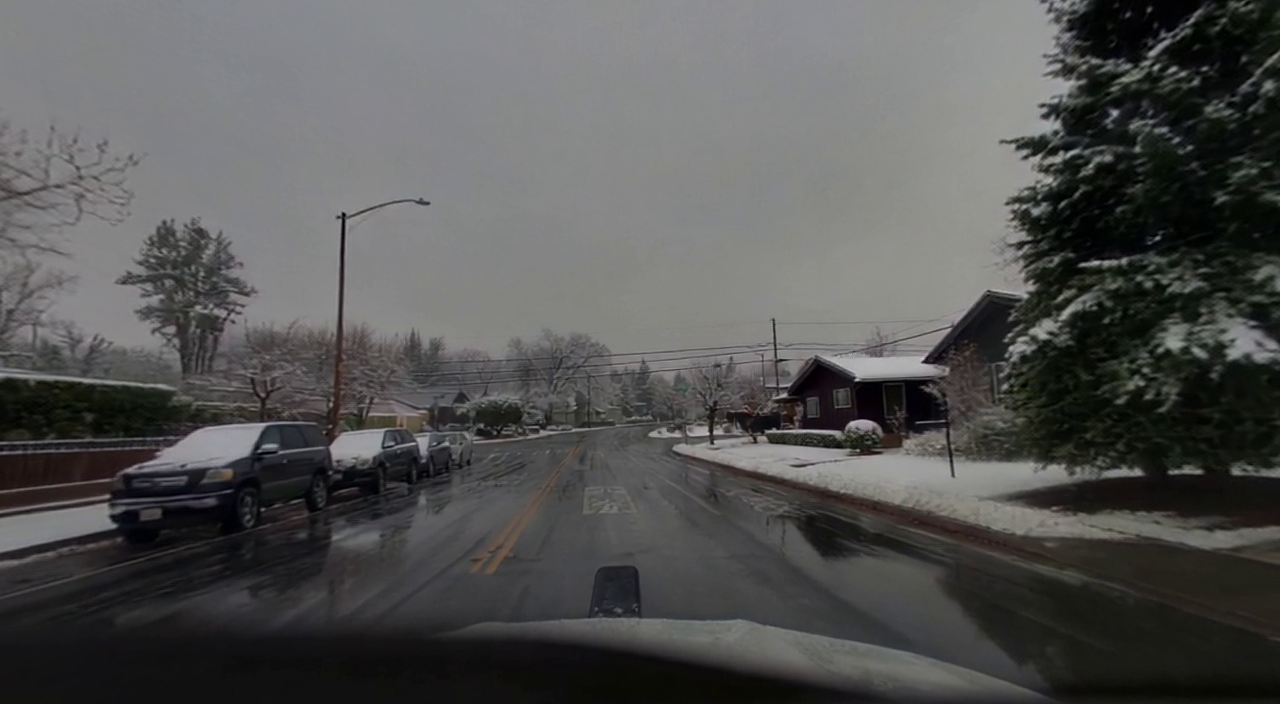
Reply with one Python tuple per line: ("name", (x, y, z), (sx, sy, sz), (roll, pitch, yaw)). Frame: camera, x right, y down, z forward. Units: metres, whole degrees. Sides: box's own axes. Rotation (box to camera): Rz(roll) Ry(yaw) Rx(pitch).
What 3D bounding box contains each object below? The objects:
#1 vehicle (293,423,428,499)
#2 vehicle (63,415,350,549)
("vehicle", (-7.330, 2.858, 17.087), (1.865, 1.750, 4.507), (0, -8, -4))
("vehicle", (-6.856, 2.042, 10.714), (2.147, 1.780, 4.165), (0, -8, -5))
